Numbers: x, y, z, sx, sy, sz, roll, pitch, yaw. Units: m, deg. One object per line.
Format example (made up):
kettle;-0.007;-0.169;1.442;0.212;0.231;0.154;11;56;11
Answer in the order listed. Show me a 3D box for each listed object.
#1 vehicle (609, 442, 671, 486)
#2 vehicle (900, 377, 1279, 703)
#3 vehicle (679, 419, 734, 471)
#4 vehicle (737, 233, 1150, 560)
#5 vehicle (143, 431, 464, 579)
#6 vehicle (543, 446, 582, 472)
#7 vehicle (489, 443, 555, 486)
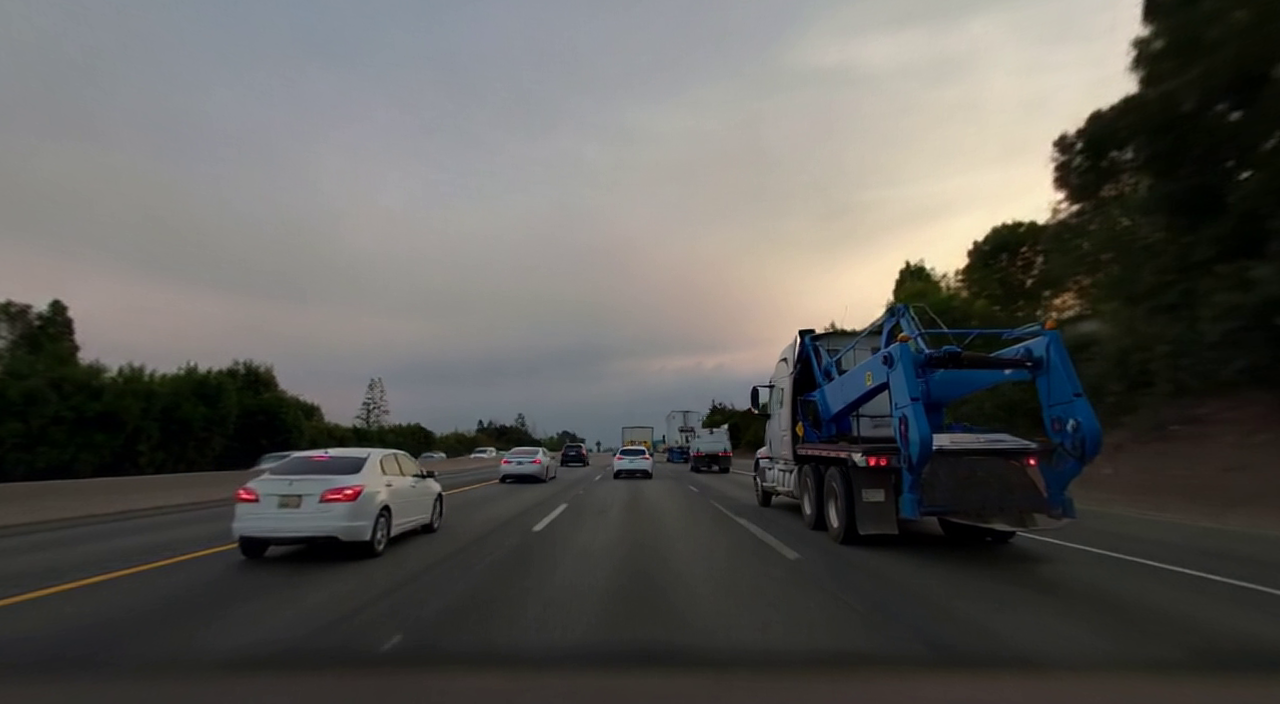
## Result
vehicle;-0.051;4.226;23.903;2.150;1.498;3.988;0;-9;-2
vehicle;4.076;1.081;3.699;2.599;1.631;5.693;0;-9;0
vehicle;3.866;5.634;37.940;2.416;2.829;7.016;0;-9;-1
vehicle;3.924;1.075;11.114;2.975;3.618;8.456;0;-9;0
vehicle;-4.156;1.959;8.911;1.880;1.507;4.757;0;-9;1
vehicle;-4.812;6.689;39.268;1.924;1.481;4.264;0;-9;0
vehicle;-4.597;4.429;24.957;1.858;1.527;3.974;0;-9;0
